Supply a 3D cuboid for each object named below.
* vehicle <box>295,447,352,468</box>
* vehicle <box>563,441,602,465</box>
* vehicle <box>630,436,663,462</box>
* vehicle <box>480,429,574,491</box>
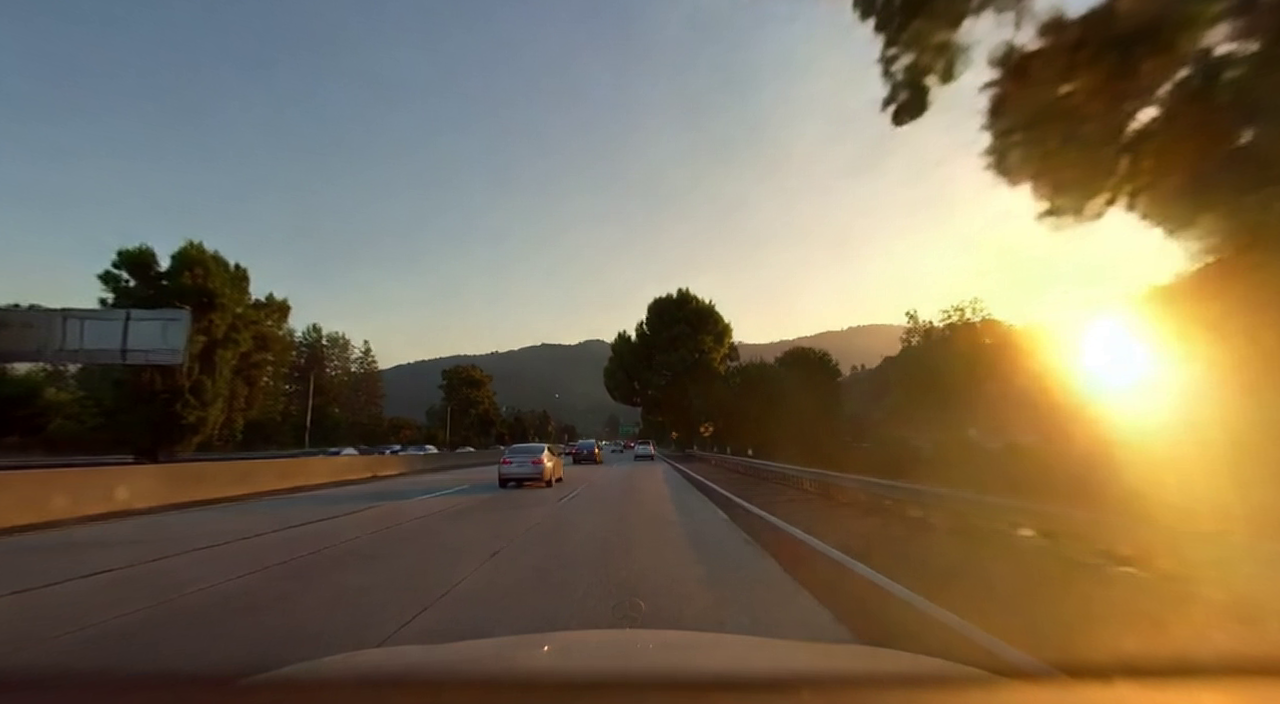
[{"bbox_3d":[-24.762,8.232,49.262,1.938,1.479,4.731,0,-8,1],"label":"vehicle"},{"bbox_3d":[-3.656,6.449,40.311,2.055,1.431,3.921,0,-8,1],"label":"vehicle"},{"bbox_3d":[0.435,7.137,46.298,2.285,1.797,4.478,0,-8,-1],"label":"vehicle"},{"bbox_3d":[-3.306,3.256,19.264,2.056,1.679,4.204,0,-8,1],"label":"vehicle"}]
